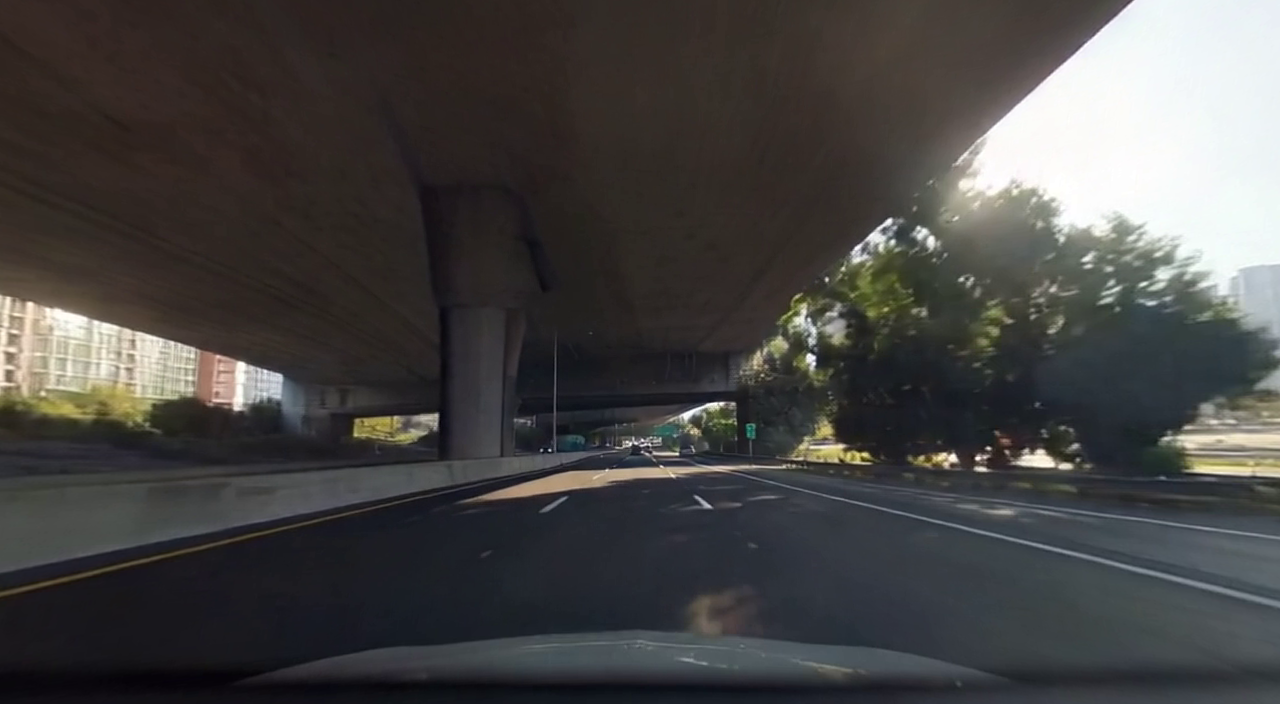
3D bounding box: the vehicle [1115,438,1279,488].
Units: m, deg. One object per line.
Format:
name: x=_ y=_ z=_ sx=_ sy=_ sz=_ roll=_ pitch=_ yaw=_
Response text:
vehicle: x=18.543 y=3.613 z=20.912 sx=2.059 sy=1.457 sz=4.537 roll=0 pitch=-8 yaw=0
